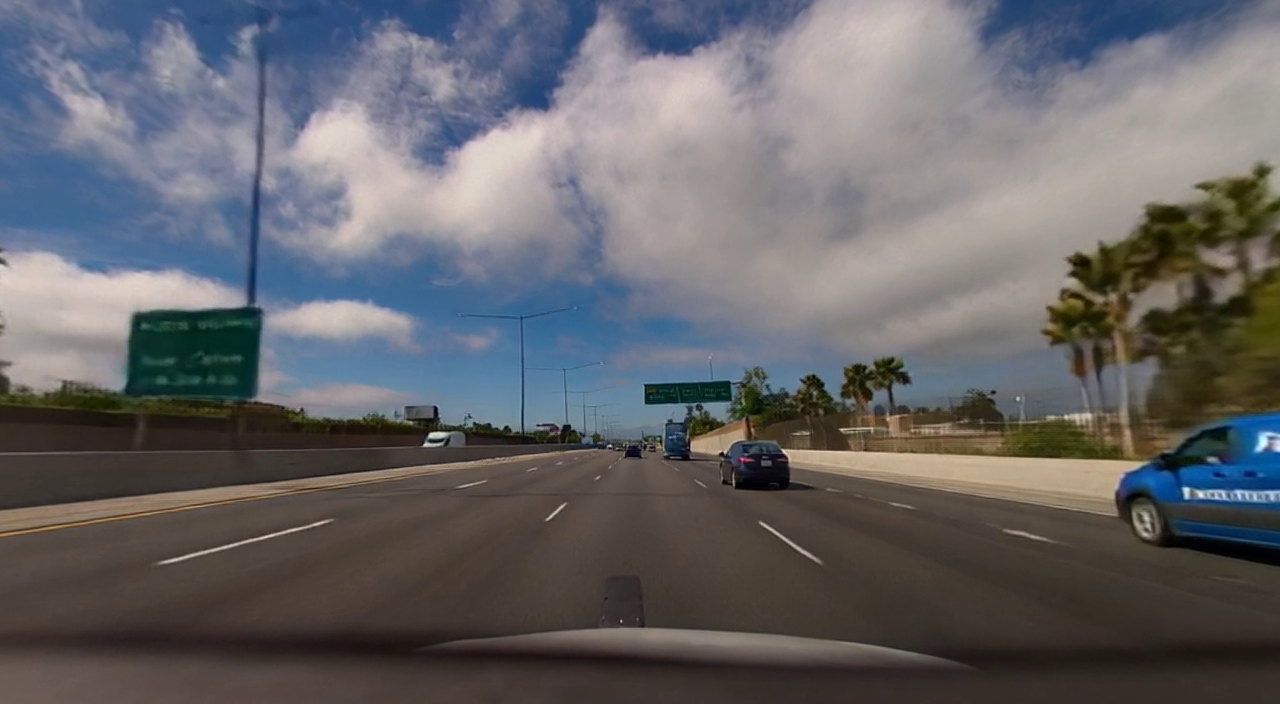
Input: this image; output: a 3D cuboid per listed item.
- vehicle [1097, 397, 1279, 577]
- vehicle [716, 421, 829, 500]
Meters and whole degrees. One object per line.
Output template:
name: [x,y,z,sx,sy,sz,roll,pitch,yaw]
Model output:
vehicle: [7.588,1.350,6.307,2.266,1.799,4.947,0,-9,-1]
vehicle: [3.547,3.030,17.990,2.035,1.931,4.841,0,-9,-2]
